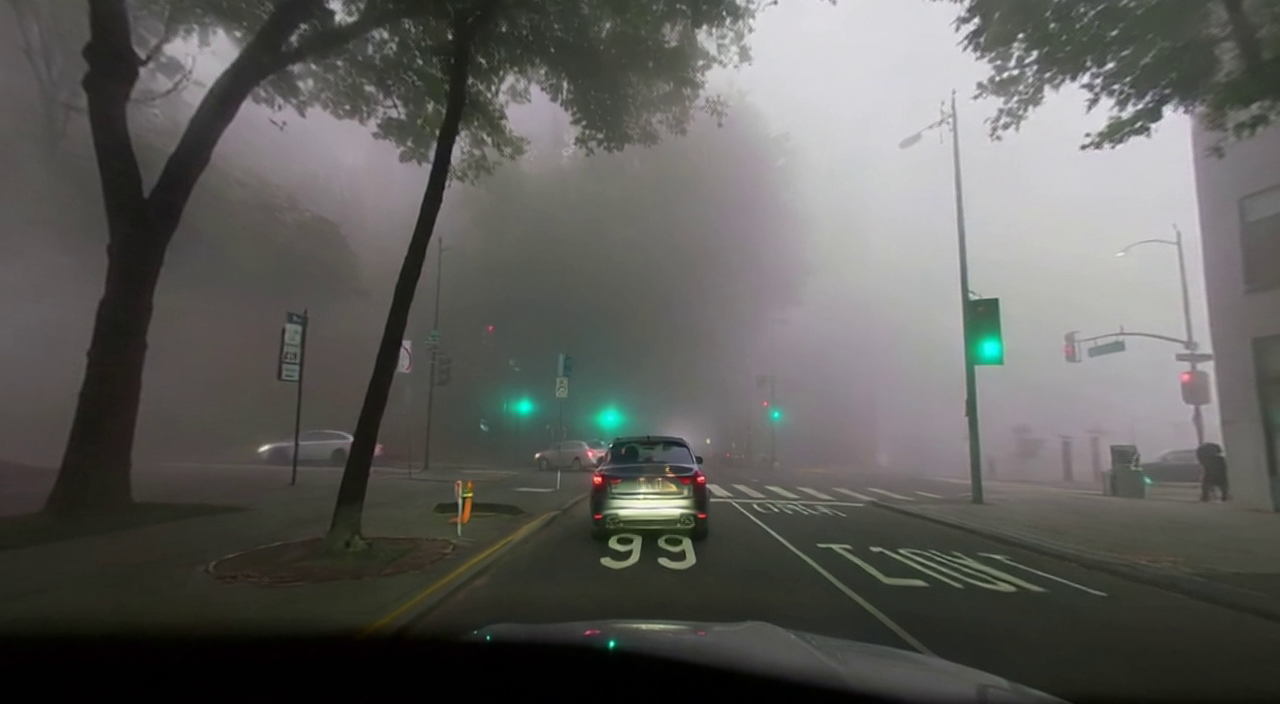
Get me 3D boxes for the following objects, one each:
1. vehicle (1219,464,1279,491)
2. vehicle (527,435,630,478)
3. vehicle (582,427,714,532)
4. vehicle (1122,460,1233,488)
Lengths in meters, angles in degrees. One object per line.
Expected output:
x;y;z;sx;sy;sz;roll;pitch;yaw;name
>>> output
36.253;7.157;35.920;4.457;1.409;1.873;-1;-9;2;vehicle
-2.506;4.094;24.955;2.077;1.519;4.282;6;-11;-37;vehicle
0.208;2.306;11.919;2.079;1.621;3.861;-1;-8;3;vehicle
30.490;6.911;35.854;4.668;1.441;1.904;0;-9;-4;vehicle
